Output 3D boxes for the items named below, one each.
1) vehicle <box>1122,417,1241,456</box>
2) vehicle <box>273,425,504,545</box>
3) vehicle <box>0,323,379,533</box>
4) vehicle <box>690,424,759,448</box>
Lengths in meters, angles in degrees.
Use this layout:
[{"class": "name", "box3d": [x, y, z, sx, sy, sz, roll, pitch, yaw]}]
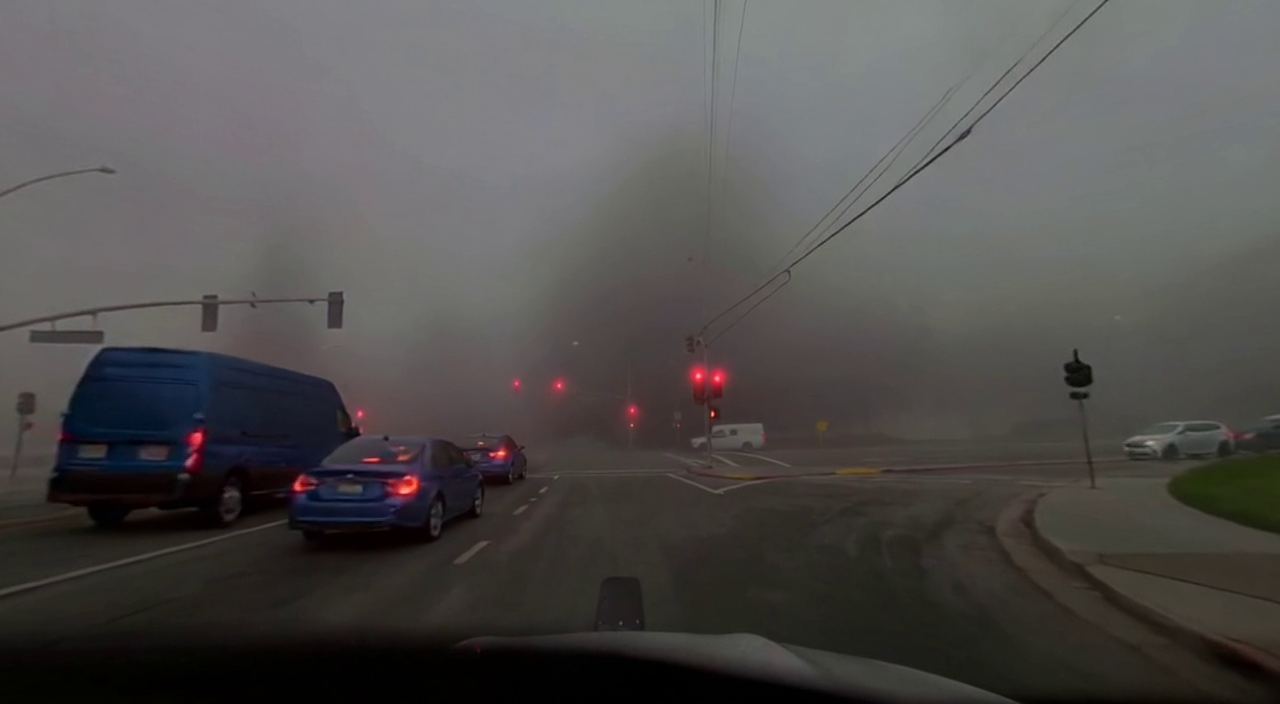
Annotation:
[{"class": "vehicle", "box3d": [22.244, 3.509, 25.913, 3.718, 1.480, 1.981, 3, -9, -19]}, {"class": "vehicle", "box3d": [-3.646, 2.020, 10.236, 2.019, 1.485, 4.565, 1, -9, -2]}, {"class": "vehicle", "box3d": [-7.643, 1.542, 12.097, 2.461, 2.889, 6.776, 0, -9, -2]}, {"class": "vehicle", "box3d": [6.174, 6.195, 46.129, 4.884, 1.714, 2.021, -1, -9, 8]}]
